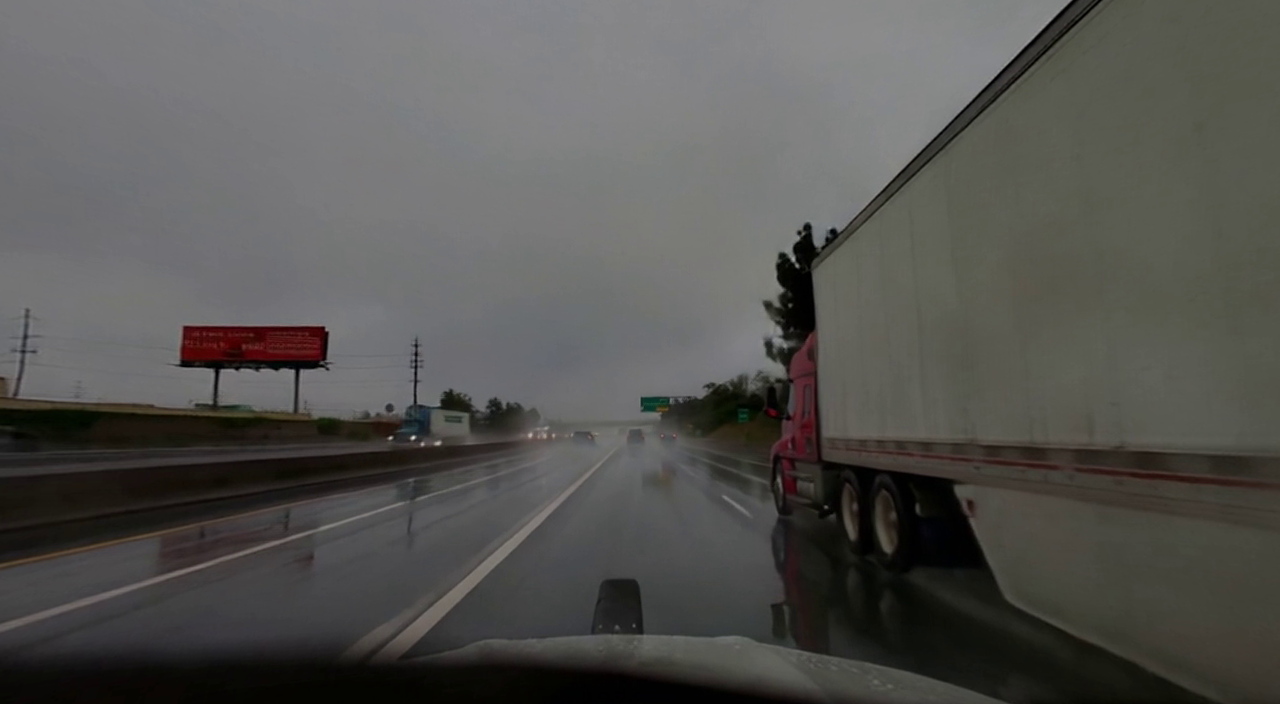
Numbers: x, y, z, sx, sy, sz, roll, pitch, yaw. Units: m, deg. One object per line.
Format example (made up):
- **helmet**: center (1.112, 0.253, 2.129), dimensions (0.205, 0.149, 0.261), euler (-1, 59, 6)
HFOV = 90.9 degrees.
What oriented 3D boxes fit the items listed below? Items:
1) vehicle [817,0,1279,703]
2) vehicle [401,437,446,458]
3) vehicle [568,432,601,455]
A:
- **vehicle**: center (3.796, -0.247, 2.133), dimensions (2.871, 3.815, 11.331), euler (0, -8, -1)
- **vehicle**: center (-15.736, 6.944, 46.088), dimensions (1.861, 1.460, 3.997), euler (0, -8, 0)
- **vehicle**: center (-3.739, 6.196, 42.820), dimensions (1.930, 1.484, 3.849), euler (0, -8, -1)
